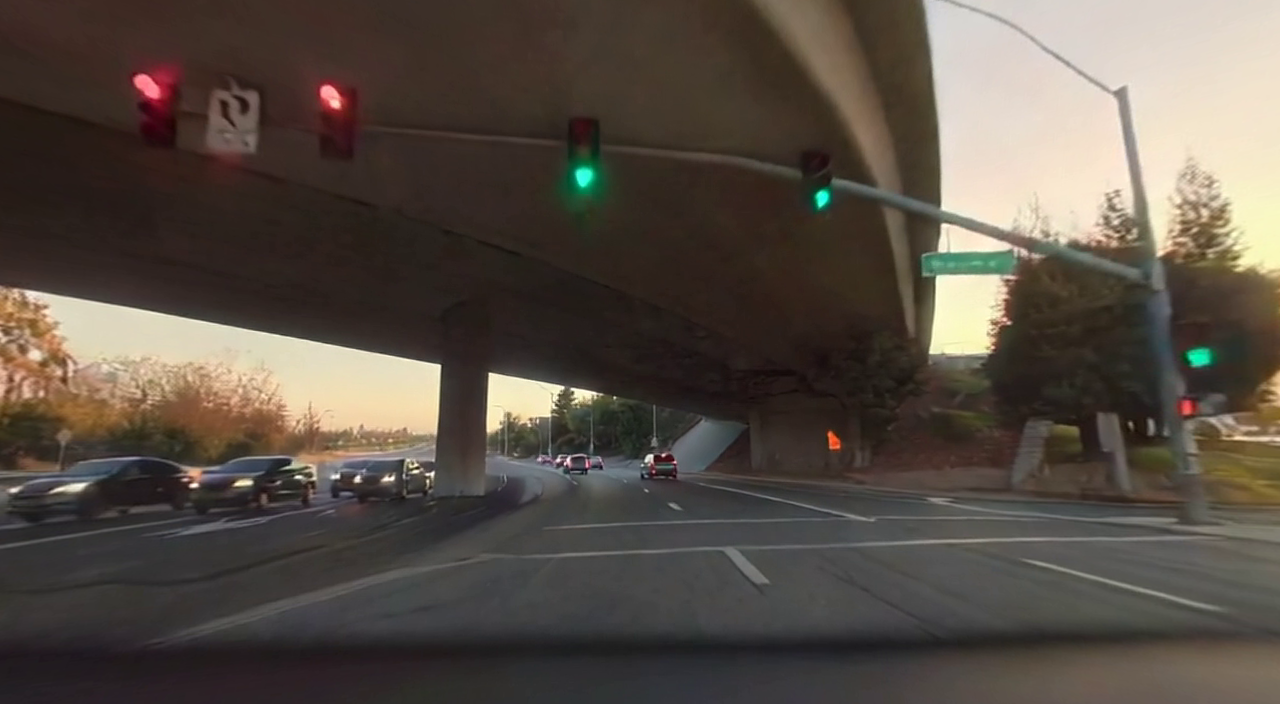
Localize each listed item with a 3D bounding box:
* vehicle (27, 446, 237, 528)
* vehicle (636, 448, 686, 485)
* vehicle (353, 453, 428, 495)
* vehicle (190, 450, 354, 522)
[{"bbox_3d":[-12.619,3.302,16.197,1.989,1.619,4.612,1,-7,-7],"label":"vehicle"},{"bbox_3d":[1.007,5.824,32.432,2.024,1.724,3.928,1,-9,-6],"label":"vehicle"},{"bbox_3d":[-10.119,4.928,25.875,1.722,1.519,3.826,0,-9,-4],"label":"vehicle"},{"bbox_3d":[-9.683,3.502,17.129,1.961,1.492,4.479,0,-7,-3],"label":"vehicle"}]
